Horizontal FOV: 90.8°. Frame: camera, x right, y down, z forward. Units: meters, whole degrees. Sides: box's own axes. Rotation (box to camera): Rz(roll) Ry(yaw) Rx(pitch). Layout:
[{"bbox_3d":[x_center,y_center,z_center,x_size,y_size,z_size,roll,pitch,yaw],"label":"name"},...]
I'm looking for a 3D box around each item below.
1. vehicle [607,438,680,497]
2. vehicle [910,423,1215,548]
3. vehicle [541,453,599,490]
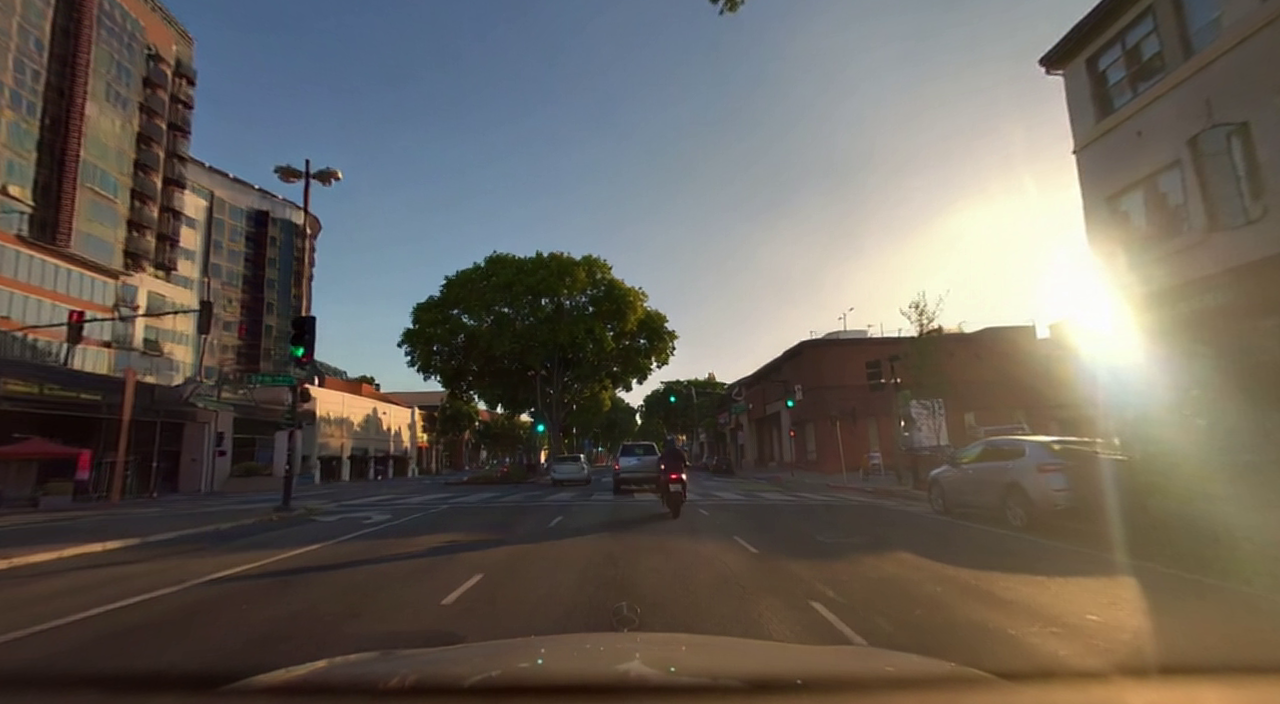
[{"bbox_3d":[0.073,3.844,21.467,2.223,1.775,4.250,0,-9,-1],"label":"vehicle"},{"bbox_3d":[7.167,2.302,11.641,2.018,1.772,4.968,0,-9,-2],"label":"vehicle"},{"bbox_3d":[-2.964,5.178,27.736,2.014,1.470,4.552,0,-9,0],"label":"vehicle"}]
